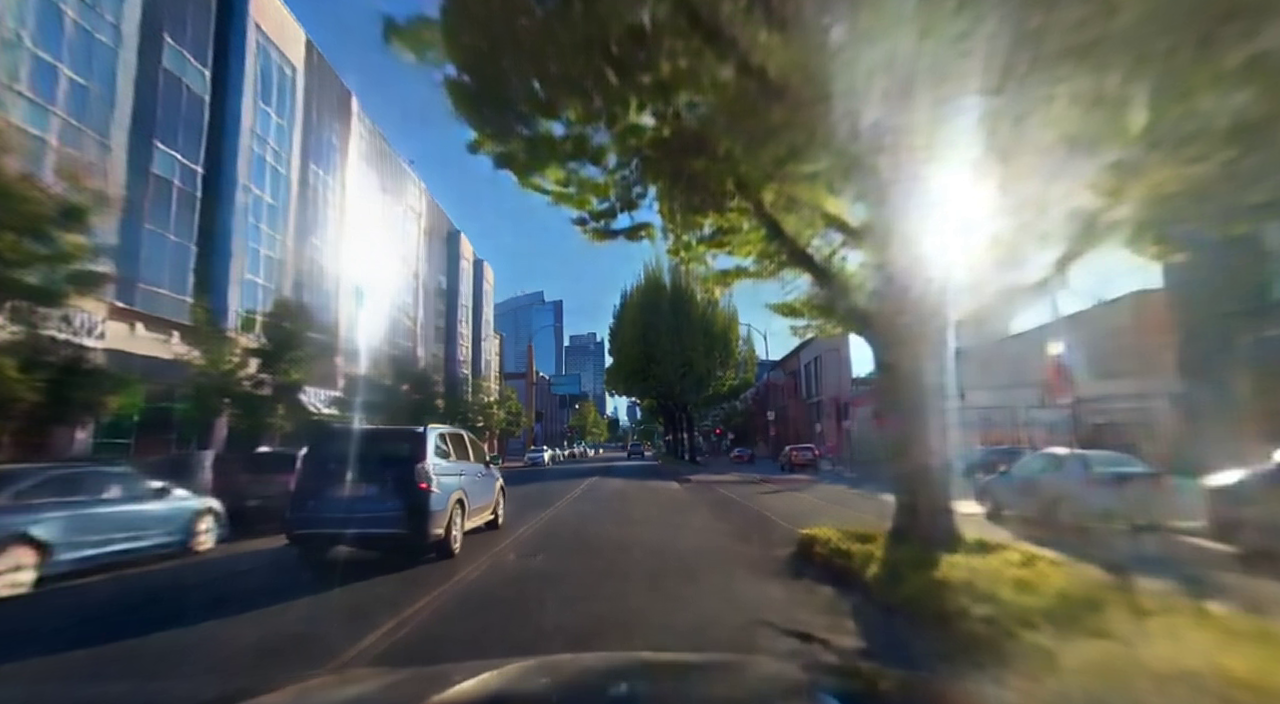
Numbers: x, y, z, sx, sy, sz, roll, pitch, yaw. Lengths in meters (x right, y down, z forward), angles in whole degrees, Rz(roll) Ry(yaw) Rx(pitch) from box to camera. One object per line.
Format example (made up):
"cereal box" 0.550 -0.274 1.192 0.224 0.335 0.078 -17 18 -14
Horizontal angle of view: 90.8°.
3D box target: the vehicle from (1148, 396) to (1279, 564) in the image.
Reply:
"vehicle" 9.247 1.486 7.094 2.249 2.117 5.743 0 -8 0

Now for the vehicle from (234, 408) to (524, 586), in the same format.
"vehicle" -3.022 1.769 8.574 2.002 1.756 4.366 -1 -8 1

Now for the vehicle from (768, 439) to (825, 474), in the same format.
"vehicle" 9.290 6.227 37.977 2.129 1.929 5.537 0 -8 1

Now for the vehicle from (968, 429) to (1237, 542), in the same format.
"vehicle" 9.000 2.581 12.984 2.005 1.726 4.658 5 -8 -1

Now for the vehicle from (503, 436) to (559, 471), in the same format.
"vehicle" -6.737 6.356 39.661 2.290 2.012 5.654 -1 -8 2

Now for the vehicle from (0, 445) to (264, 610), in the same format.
"vehicle" -6.929 1.936 7.493 1.984 1.508 4.788 -4 -8 1
